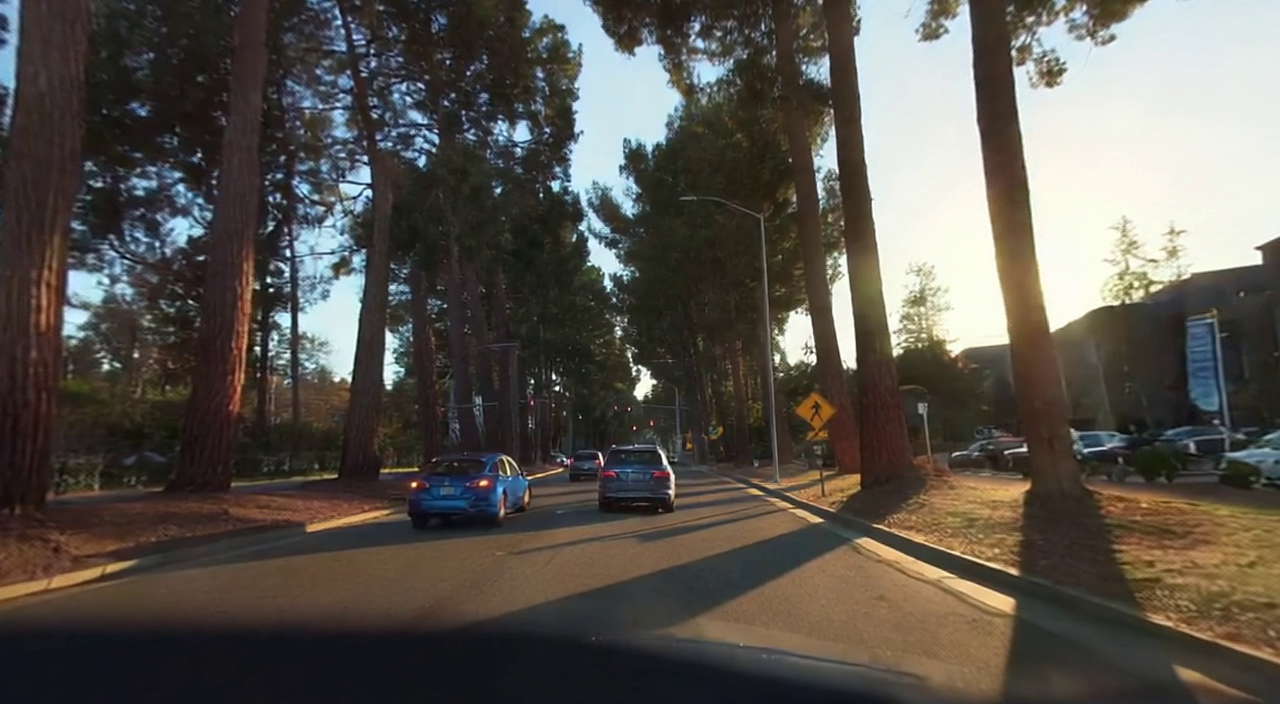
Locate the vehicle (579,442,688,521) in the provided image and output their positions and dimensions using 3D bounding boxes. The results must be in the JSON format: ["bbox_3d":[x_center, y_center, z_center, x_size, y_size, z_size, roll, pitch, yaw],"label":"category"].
[{"bbox_3d":[-0.132,2.953,14.954,2.229,1.591,3.897,0,-8,0],"label":"vehicle"}]

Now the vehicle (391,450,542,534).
[{"bbox_3d":[-3.466,2.860,13.594,1.922,1.464,4.424,0,-8,1],"label":"vehicle"}]

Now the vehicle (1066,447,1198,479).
[{"bbox_3d":[27.701,6.213,35.675,5.955,1.702,2.166,1,-8,-7],"label":"vehicle"}]
